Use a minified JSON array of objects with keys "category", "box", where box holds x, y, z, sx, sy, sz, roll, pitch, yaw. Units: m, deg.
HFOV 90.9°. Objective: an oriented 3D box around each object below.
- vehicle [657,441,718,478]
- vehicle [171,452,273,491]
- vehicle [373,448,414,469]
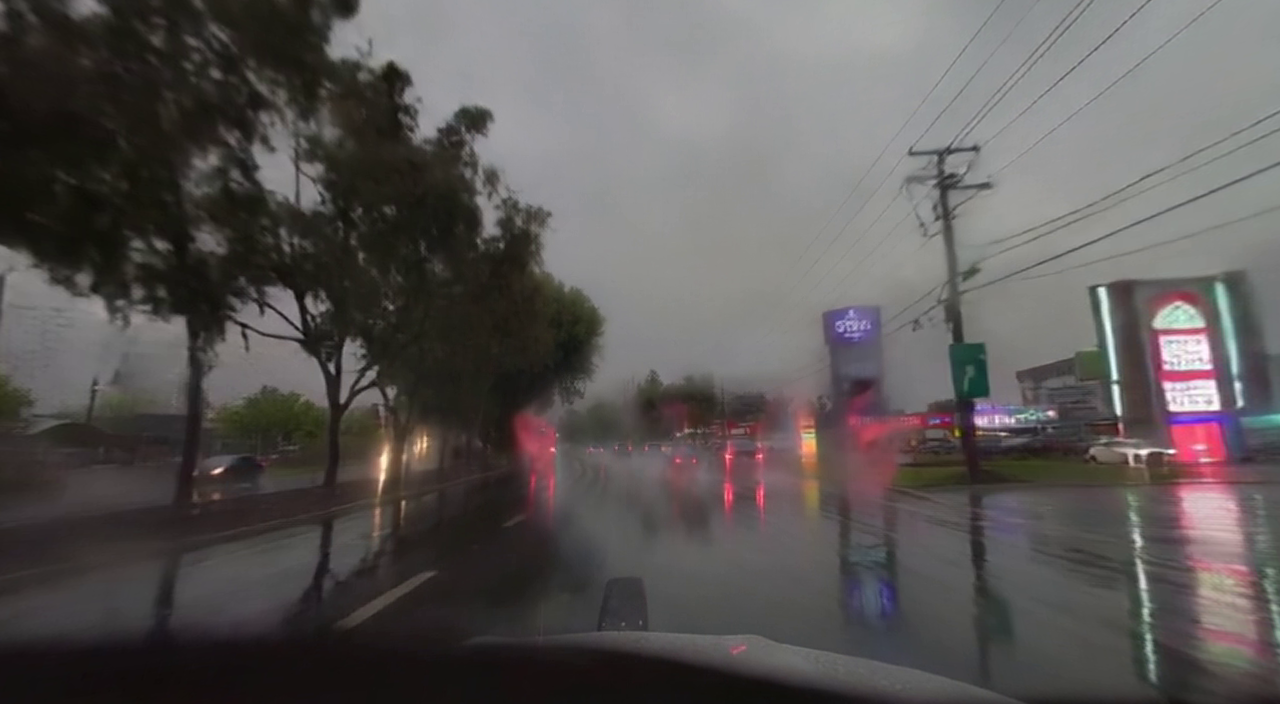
[{"category":"vehicle","box":[2.017,4.739,28.107,2.130,1.476,4.453,1,-8,-3]},{"category":"vehicle","box":[-20.519,5.835,31.259,2.005,1.713,4.648,0,-8,-3]},{"category":"vehicle","box":[-19.500,8.422,49.981,1.873,1.507,4.204,1,-8,-5]}]
